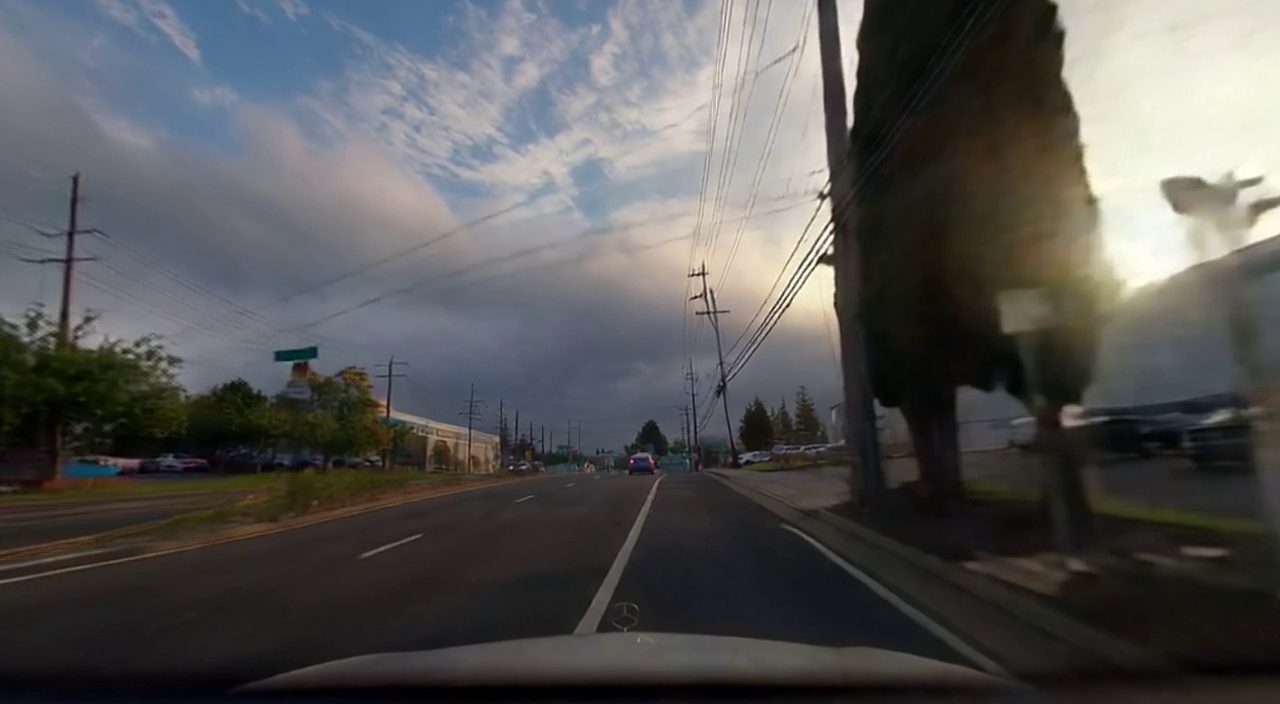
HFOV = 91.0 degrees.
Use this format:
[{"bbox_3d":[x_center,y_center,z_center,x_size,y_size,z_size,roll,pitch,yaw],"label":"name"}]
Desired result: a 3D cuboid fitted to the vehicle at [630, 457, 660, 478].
[{"bbox_3d":[0.412,8.802,48.279,2.114,1.492,4.453,-1,-9,3],"label":"vehicle"}]
